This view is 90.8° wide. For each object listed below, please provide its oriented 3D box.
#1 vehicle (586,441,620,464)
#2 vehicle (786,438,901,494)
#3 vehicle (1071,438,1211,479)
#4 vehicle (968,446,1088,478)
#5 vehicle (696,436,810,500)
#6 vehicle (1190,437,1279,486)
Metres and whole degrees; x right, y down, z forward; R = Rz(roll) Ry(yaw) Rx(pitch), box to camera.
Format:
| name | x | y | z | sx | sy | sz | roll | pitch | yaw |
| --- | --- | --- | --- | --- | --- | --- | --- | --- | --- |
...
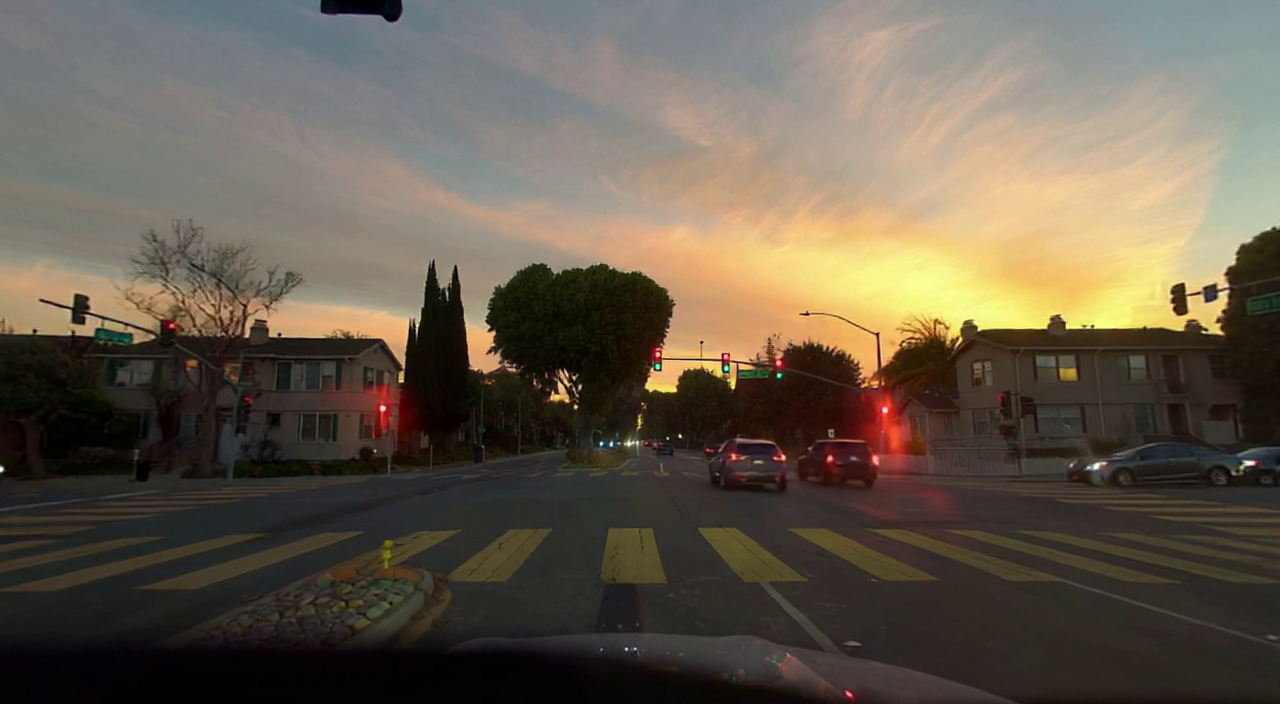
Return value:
| name | x | y | z | sx | sy | sz | roll | pitch | yaw |
| --- | --- | --- | --- | --- | --- | --- | --- | --- | --- |
| vehicle | -2.423 | 6.709 | 42.282 | 2.045 | 1.484 | 3.991 | 0 | -9 | 0 |
| vehicle | 6.272 | 3.553 | 20.097 | 2.074 | 1.530 | 4.565 | 0 | -9 | -1 |
| vehicle | 23.476 | 4.988 | 29.758 | 4.807 | 1.835 | 2.033 | 0 | -9 | -1 |
| vehicle | 19.712 | 5.604 | 32.251 | 4.874 | 1.544 | 1.779 | 0 | -9 | 1 |
| vehicle | 2.912 | 3.126 | 17.558 | 2.142 | 1.506 | 4.948 | 0 | -9 | -1 |
| vehicle | 23.611 | 4.040 | 23.479 | 4.417 | 1.725 | 1.969 | 0 | -9 | -1 |
